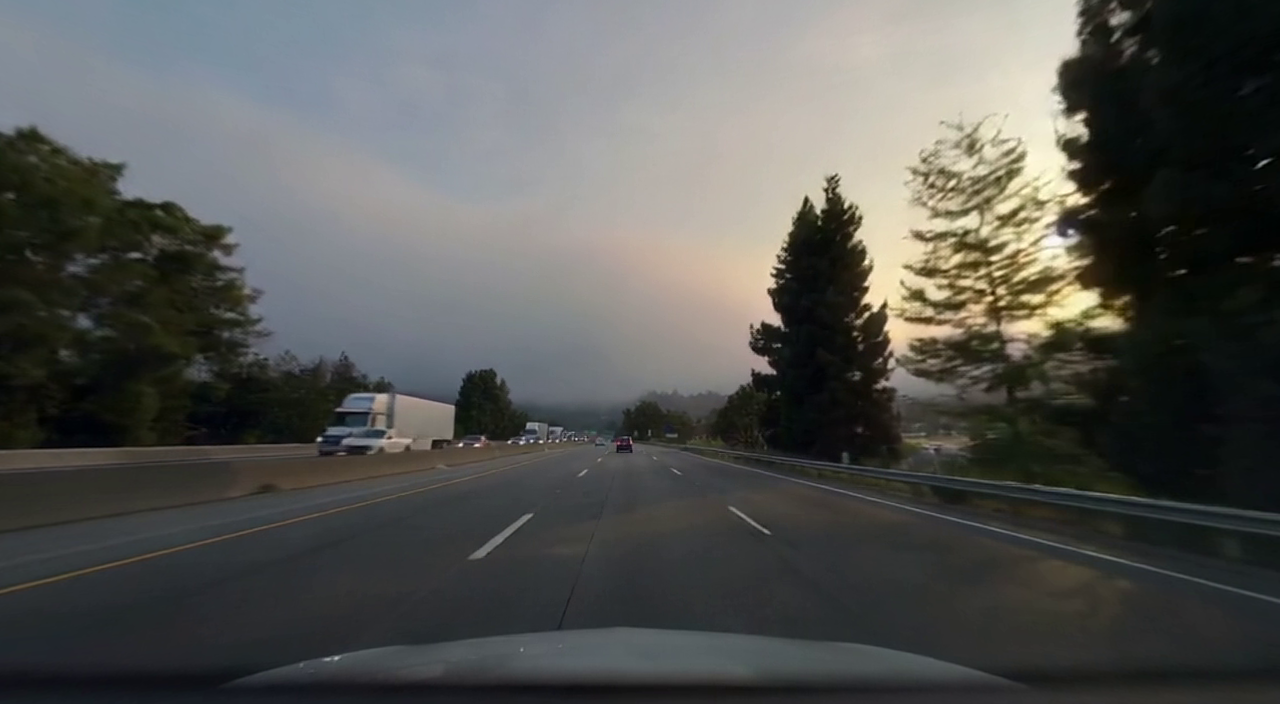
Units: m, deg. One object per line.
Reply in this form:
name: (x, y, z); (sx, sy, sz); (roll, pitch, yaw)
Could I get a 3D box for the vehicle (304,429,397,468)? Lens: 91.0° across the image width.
vehicle: (-12.611, 4.241, 27.792); (2.122, 1.566, 4.276); (0, -8, -1)

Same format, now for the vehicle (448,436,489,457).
vehicle: (-12.909, 7.128, 47.712); (1.926, 1.472, 4.509); (0, -8, -1)

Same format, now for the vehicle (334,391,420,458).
vehicle: (-17.360, 4.921, 42.112); (3.058, 4.142, 6.328); (0, -8, -2)

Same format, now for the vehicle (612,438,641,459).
vehicle: (-1.061, 7.445, 48.821); (2.099, 1.504, 3.843); (0, -8, -2)
